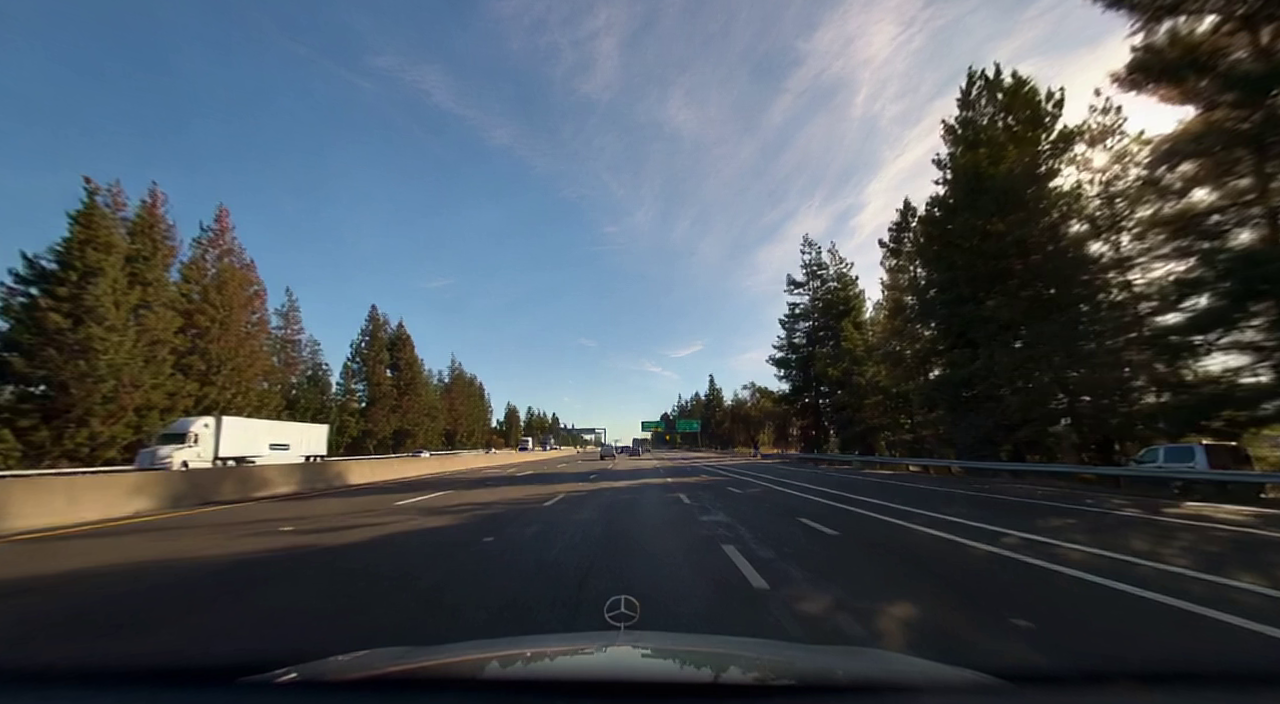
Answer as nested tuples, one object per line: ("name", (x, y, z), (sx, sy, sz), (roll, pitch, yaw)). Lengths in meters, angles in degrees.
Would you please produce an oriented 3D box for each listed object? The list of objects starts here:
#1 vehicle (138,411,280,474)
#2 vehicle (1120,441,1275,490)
("vehicle", (-29.701, 6.429, 44.366), (2.905, 3.853, 10.269), (0, -9, -2))
("vehicle", (18.888, 3.834, 21.650), (1.927, 1.496, 3.915), (-1, -9, 6))
